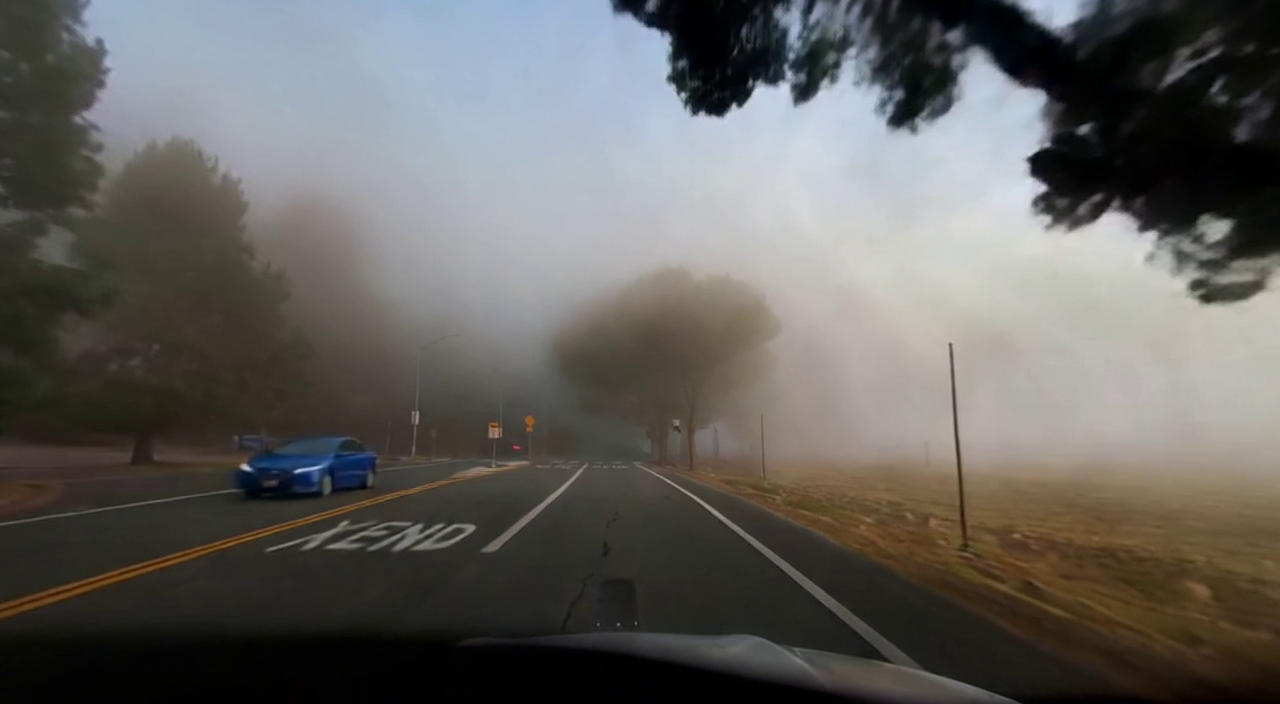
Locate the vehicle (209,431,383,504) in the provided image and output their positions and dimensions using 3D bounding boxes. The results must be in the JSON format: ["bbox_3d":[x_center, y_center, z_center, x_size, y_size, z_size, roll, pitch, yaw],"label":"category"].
[{"bbox_3d":[-8.577,2.919,16.307,2.129,1.590,4.616,1,-9,-4],"label":"vehicle"}]
